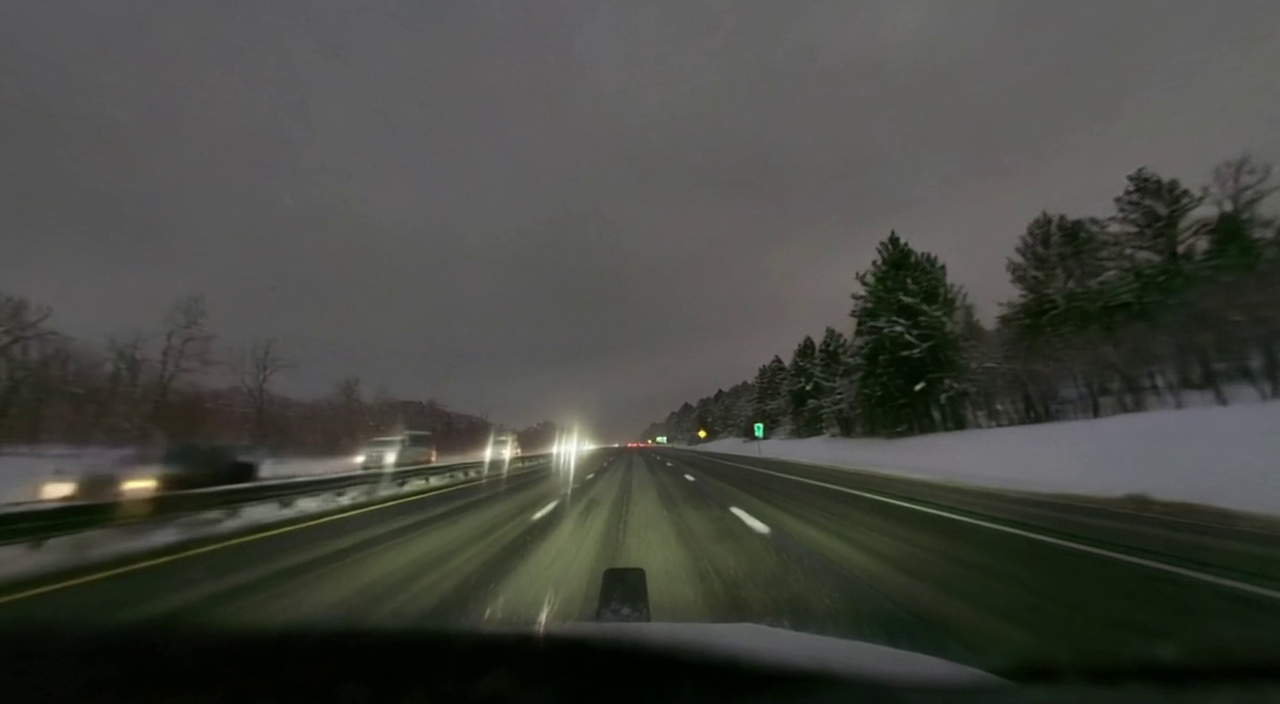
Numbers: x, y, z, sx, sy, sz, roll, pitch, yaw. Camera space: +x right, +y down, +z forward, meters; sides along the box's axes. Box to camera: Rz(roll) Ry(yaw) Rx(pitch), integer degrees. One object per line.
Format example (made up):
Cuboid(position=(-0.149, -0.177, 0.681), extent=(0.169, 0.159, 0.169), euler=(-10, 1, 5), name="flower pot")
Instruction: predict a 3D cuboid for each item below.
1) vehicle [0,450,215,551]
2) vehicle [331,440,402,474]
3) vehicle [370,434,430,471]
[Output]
Cuboid(position=(-10.477, 2.631, 11.888), extent=(1.934, 1.497, 4.181), euler=(0, -8, 0), name="vehicle")
Cuboid(position=(-18.739, 7.164, 43.378), extent=(2.403, 2.187, 5.419), euler=(0, -8, 0), name="vehicle")
Cuboid(position=(-18.823, 7.876, 49.672), extent=(2.424, 2.756, 5.523), euler=(0, -8, 1), name="vehicle")
